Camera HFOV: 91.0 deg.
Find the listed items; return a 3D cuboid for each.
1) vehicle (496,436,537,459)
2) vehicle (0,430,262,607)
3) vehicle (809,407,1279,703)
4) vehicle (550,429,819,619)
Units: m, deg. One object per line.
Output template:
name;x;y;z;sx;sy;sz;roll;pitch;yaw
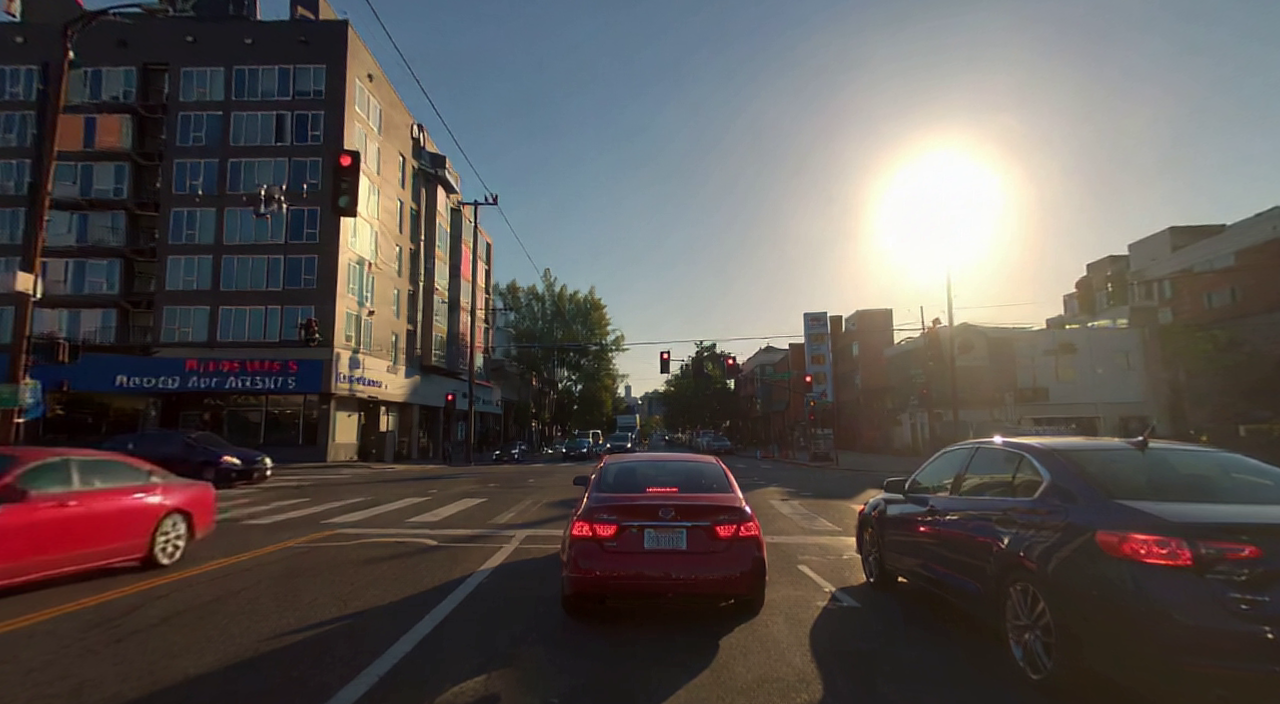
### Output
vehicle;-9.131;7.095;46.802;2.030;1.596;3.912;-1;-8;3
vehicle;-6.557;1.624;6.535;1.953;1.564;4.344;-2;-9;13
vehicle;2.811;1.280;4.563;1.961;1.498;4.356;0;-8;0
vehicle;0.244;1.660;7.080;2.132;1.464;4.089;0;-8;-3
